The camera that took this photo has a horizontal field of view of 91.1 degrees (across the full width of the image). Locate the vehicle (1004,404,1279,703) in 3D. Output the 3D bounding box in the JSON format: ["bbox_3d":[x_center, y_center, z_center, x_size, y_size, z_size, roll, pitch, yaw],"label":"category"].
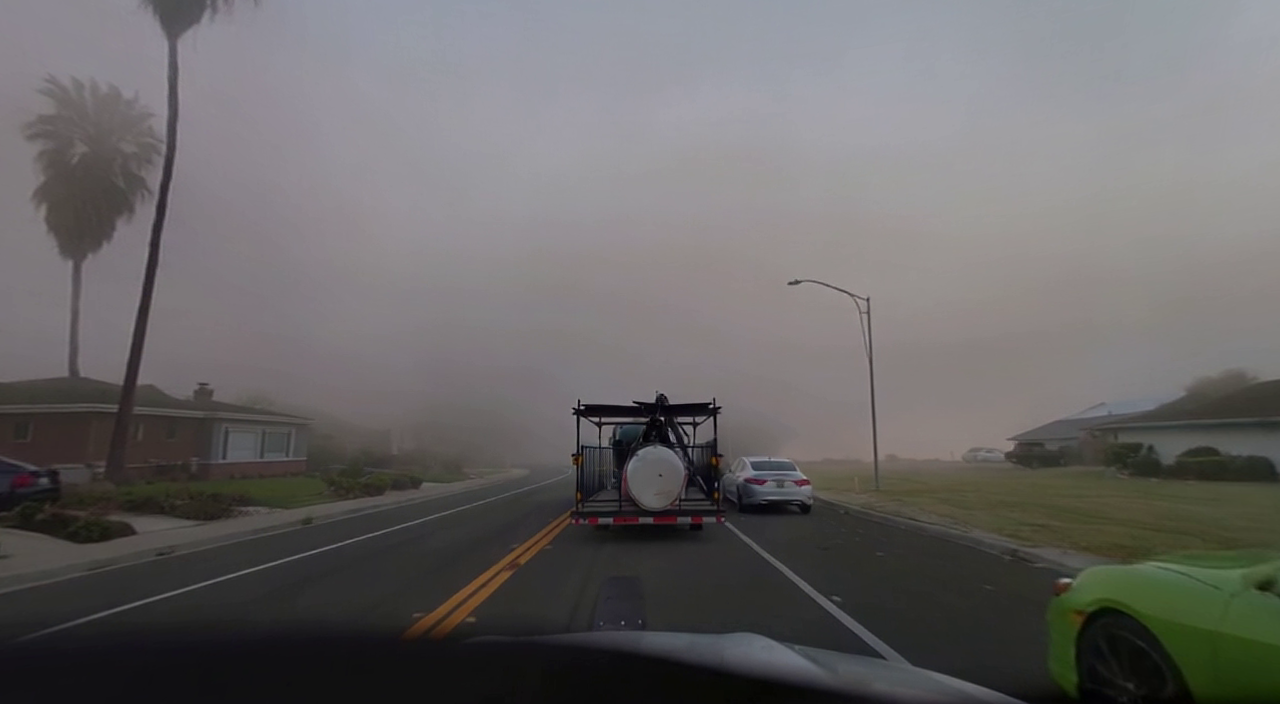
[{"bbox_3d":[2.997,0.755,0.746,2.171,1.520,4.853,0,-8,-1],"label":"vehicle"}]

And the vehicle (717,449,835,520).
[{"bbox_3d":[3.205,3.205,15.748,2.010,1.499,4.107,0,-9,0],"label":"vehicle"}]

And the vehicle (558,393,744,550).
[{"bbox_3d":[0.187,2.246,12.579,2.728,2.305,6.506,0,-9,1],"label":"vehicle"}]

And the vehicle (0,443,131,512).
[{"bbox_3d":[-15.147,2.912,14.825,4.490,1.500,1.875,0,-9,-2],"label":"vehicle"}]
